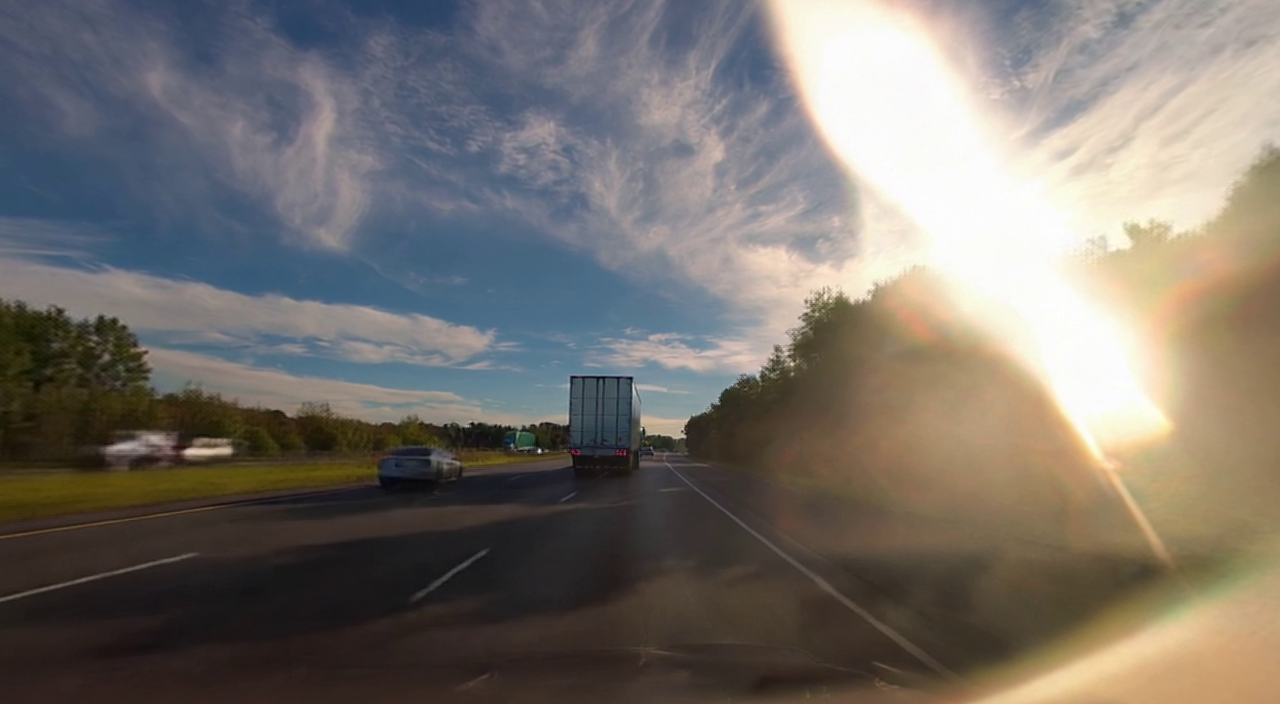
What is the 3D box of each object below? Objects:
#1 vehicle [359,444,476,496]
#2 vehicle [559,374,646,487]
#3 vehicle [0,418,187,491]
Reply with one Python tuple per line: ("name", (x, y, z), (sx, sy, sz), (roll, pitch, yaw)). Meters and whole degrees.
("vehicle", (-6.709, 3.606, 19.612), (1.967, 1.420, 4.473), (0, -9, 0))
("vehicle", (-1.282, 3.925, 30.180), (2.851, 4.098, 14.436), (0, -9, 2))
("vehicle", (-18.654, 3.444, 21.365), (2.211, 2.118, 5.723), (0, -9, 1))
